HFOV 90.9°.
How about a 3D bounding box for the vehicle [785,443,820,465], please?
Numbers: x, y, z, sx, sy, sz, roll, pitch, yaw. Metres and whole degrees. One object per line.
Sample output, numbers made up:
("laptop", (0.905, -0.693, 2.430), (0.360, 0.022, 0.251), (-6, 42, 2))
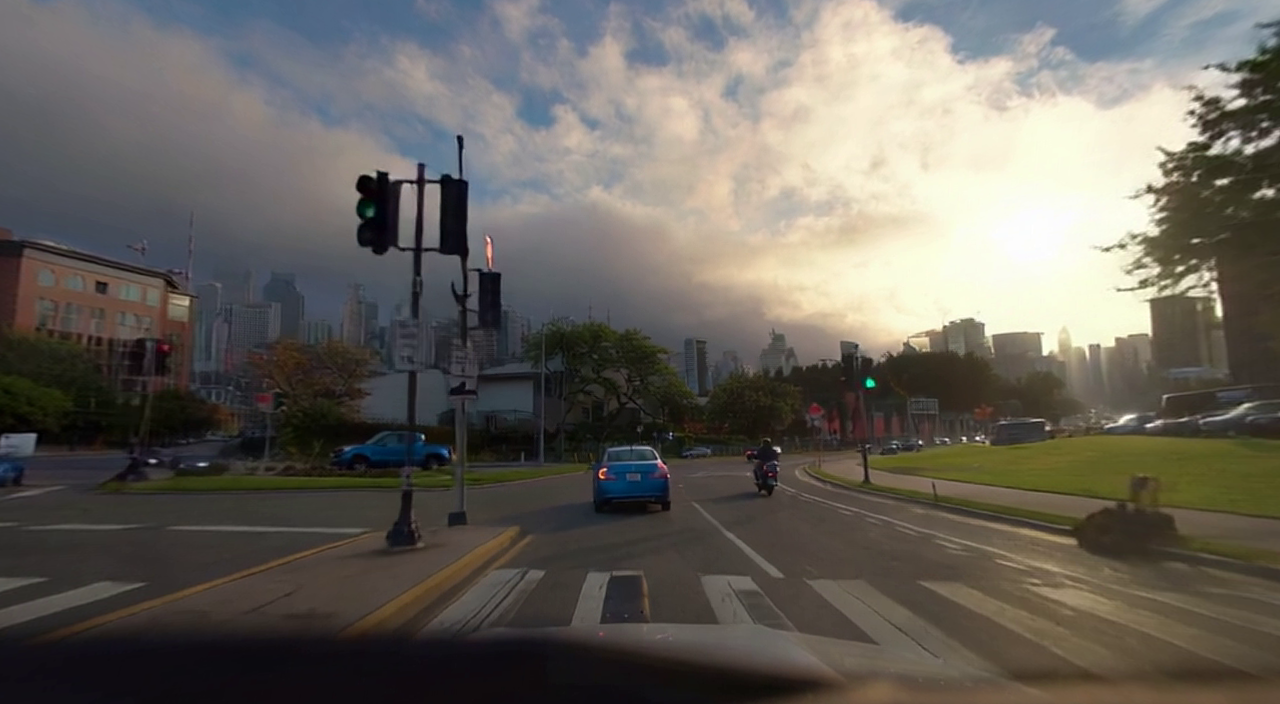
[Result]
("vehicle", (12.190, 7.590, 47.246), (1.822, 1.555, 3.574), (-4, -9, 25))

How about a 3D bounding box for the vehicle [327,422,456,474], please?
("vehicle", (-14.587, 5.695, 37.656), (2.287, 2.780, 7.166), (-5, -10, 31))

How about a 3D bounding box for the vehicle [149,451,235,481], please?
("vehicle", (-19.670, 4.996, 27.738), (1.259, 1.181, 2.744), (-5, -10, 26))

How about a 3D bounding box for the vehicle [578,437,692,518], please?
("vehicle", (-0.151, 2.618, 13.736), (2.118, 1.480, 3.949), (0, -8, -2))

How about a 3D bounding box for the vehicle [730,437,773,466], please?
("vehicle", (7.606, 6.701, 42.630), (2.212, 1.790, 4.768), (-3, -9, 17))
